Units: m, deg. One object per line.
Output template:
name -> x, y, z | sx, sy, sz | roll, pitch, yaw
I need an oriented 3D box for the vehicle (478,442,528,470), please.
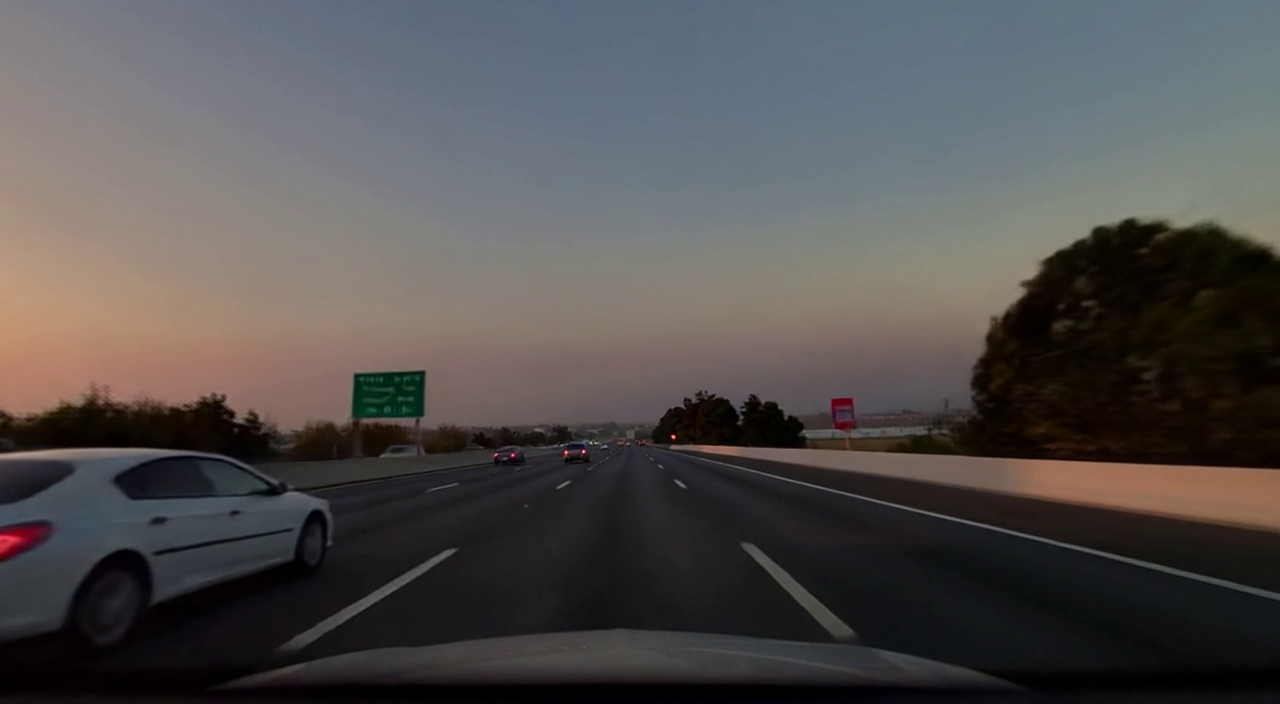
vehicle -> -8.060, 6.140, 37.476 | 1.924, 1.519, 4.791 | 0, -8, 0

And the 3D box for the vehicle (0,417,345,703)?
vehicle -> -4.040, 1.207, 3.996 | 2.044, 1.479, 4.745 | 0, -8, 0

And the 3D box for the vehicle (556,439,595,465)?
vehicle -> -4.388, 6.897, 43.576 | 2.200, 1.662, 5.091 | 0, -8, 0
